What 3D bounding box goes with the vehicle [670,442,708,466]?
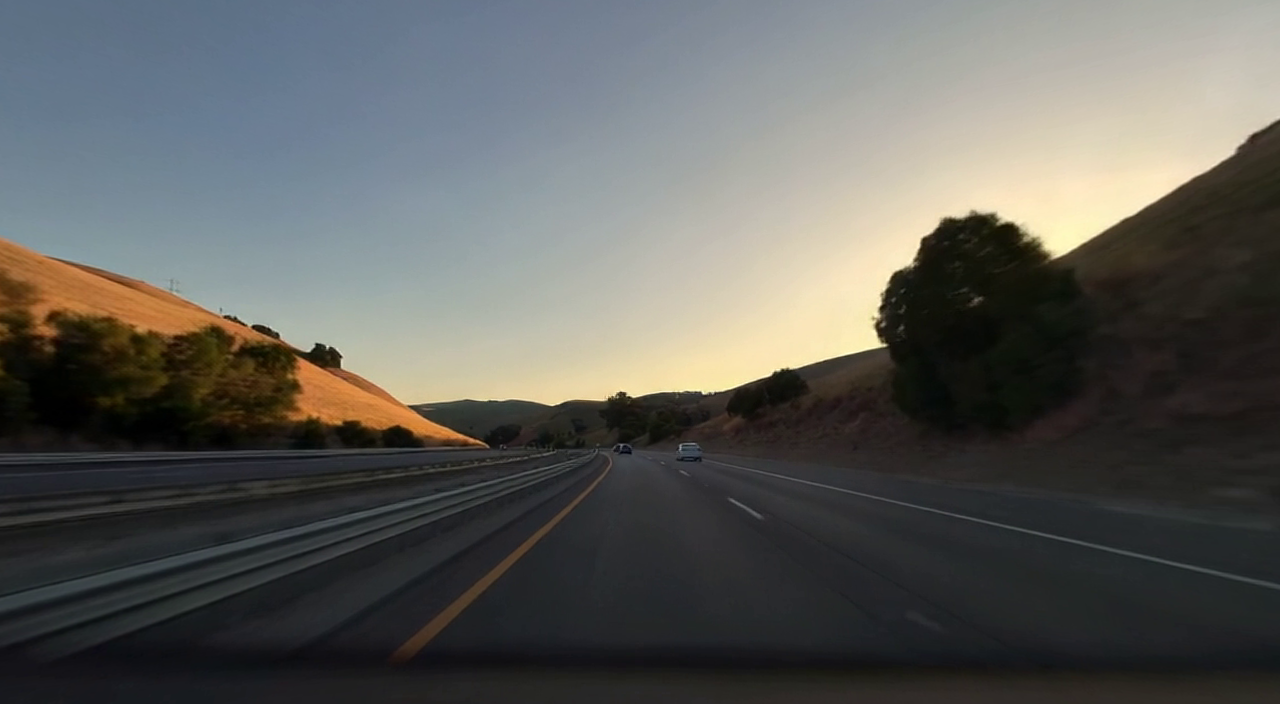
[{"bbox_3d":[3.229,6.834,42.489,1.960,1.516,4.657,0,-8,-3],"label":"vehicle"}]
